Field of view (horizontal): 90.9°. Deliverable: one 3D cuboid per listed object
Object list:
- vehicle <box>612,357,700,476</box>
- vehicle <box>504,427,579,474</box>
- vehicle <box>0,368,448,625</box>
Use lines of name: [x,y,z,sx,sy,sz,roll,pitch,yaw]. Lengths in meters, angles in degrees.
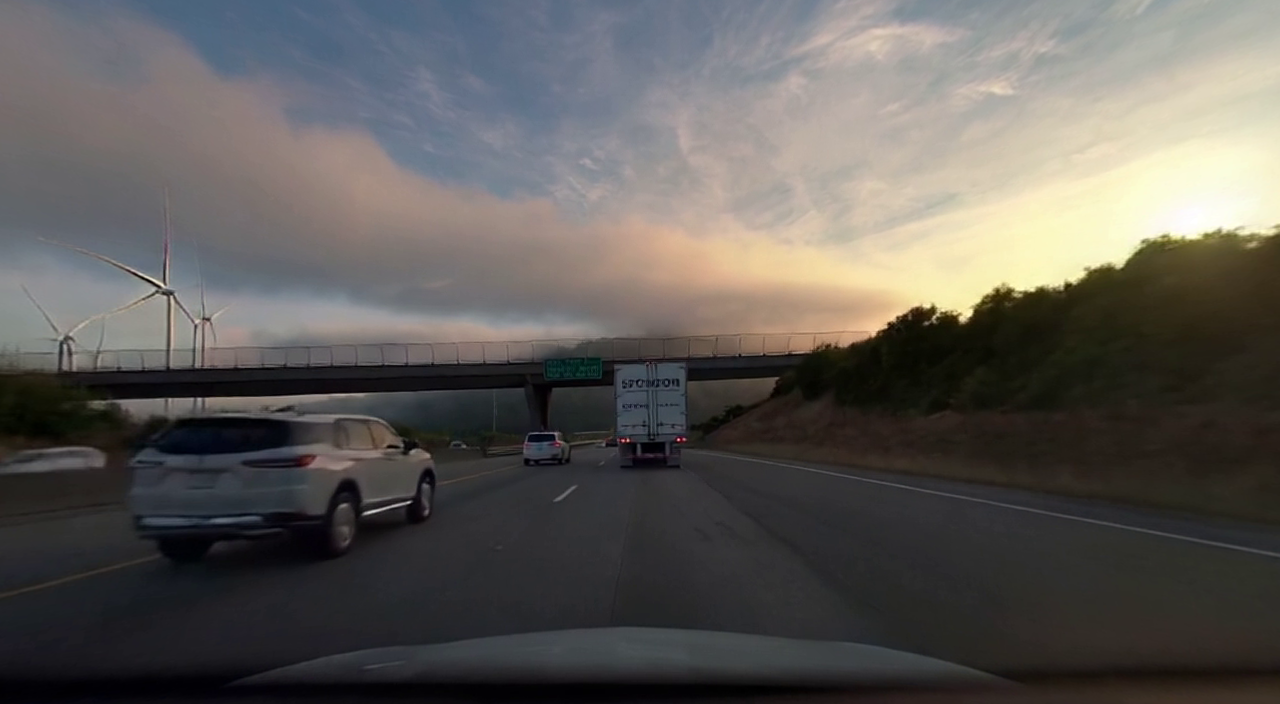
vehicle: [0.508,2.991,27.516,2.906,3.990,12.551,0,-8,0]
vehicle: [-3.807,3.893,25.258,2.167,1.686,4.946,0,-8,1]
vehicle: [-3.938,1.319,6.812,2.283,1.814,4.568,0,-8,0]
